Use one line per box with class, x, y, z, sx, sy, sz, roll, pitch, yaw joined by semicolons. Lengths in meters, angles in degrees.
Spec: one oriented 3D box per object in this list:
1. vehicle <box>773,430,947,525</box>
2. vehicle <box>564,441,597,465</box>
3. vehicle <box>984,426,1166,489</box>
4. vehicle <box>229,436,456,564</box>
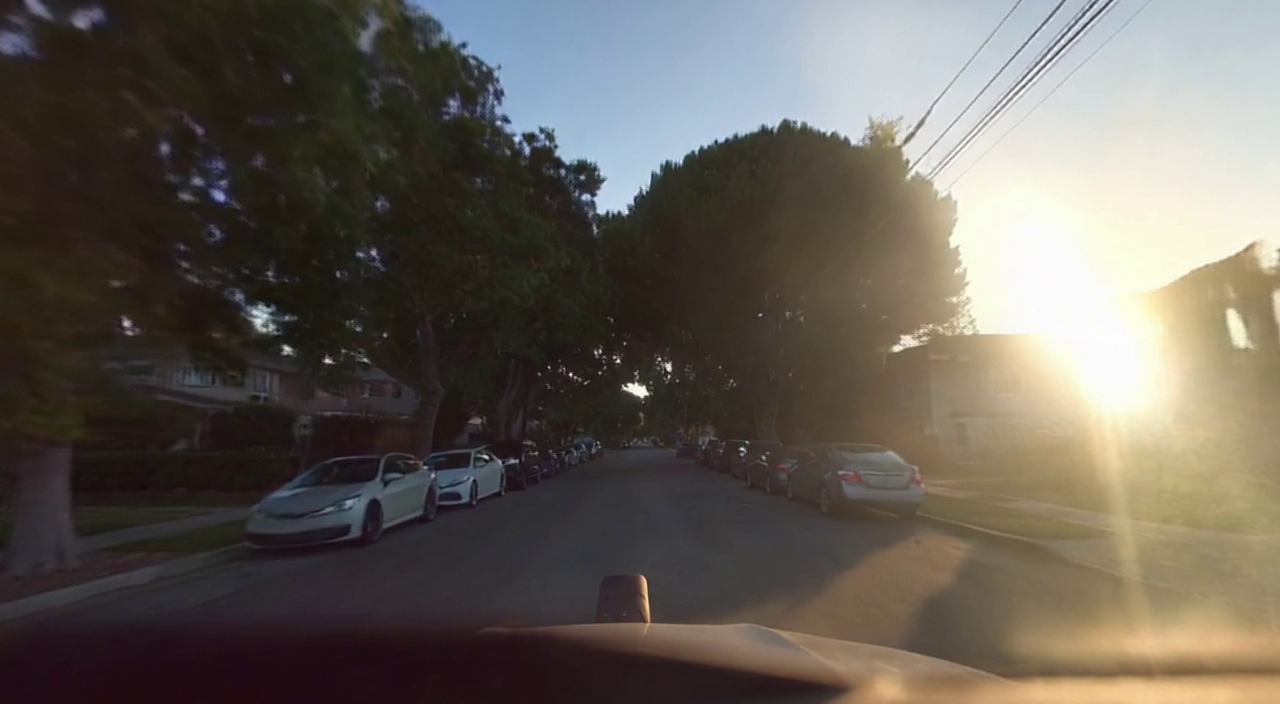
vehicle;4.074;2.380;12.531;1.862;1.525;4.421;0;-8;0
vehicle;-4.341;7.414;46.369;2.013;1.645;4.318;0;-8;0
vehicle;11.185;2.747;16.575;1.968;1.446;3.961;0;-8;0
vehicle;-4.547;2.242;10.423;1.870;1.562;4.212;-3;-8;-2
